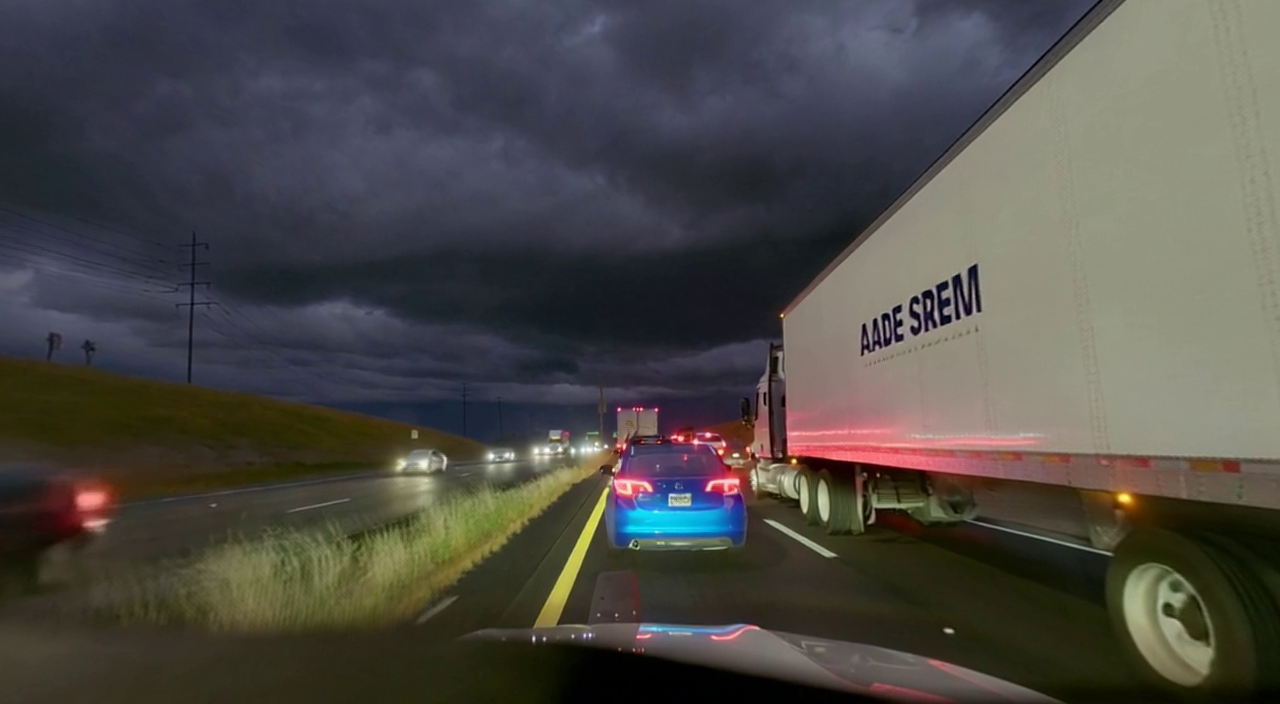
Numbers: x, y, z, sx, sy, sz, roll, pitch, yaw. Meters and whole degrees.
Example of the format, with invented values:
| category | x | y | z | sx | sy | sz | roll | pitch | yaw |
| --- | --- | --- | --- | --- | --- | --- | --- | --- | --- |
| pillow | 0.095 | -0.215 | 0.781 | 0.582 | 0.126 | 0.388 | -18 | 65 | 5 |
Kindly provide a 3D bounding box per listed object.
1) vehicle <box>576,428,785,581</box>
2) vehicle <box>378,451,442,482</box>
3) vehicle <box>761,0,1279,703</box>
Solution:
| category | x | y | z | sx | sy | sz | roll | pitch | yaw |
| --- | --- | --- | --- | --- | --- | --- | --- | --- | --- |
| vehicle | 0.333 | 1.745 | 7.998 | 2.045 | 1.446 | 3.597 | 0 | -8 | -2 |
| vehicle | -12.401 | 6.187 | 34.226 | 1.853 | 1.445 | 4.478 | 0 | -8 | -1 |
| vehicle | 4.132 | 0.023 | 5.018 | 3.138 | 4.065 | 14.276 | 0 | -8 | -1 |
